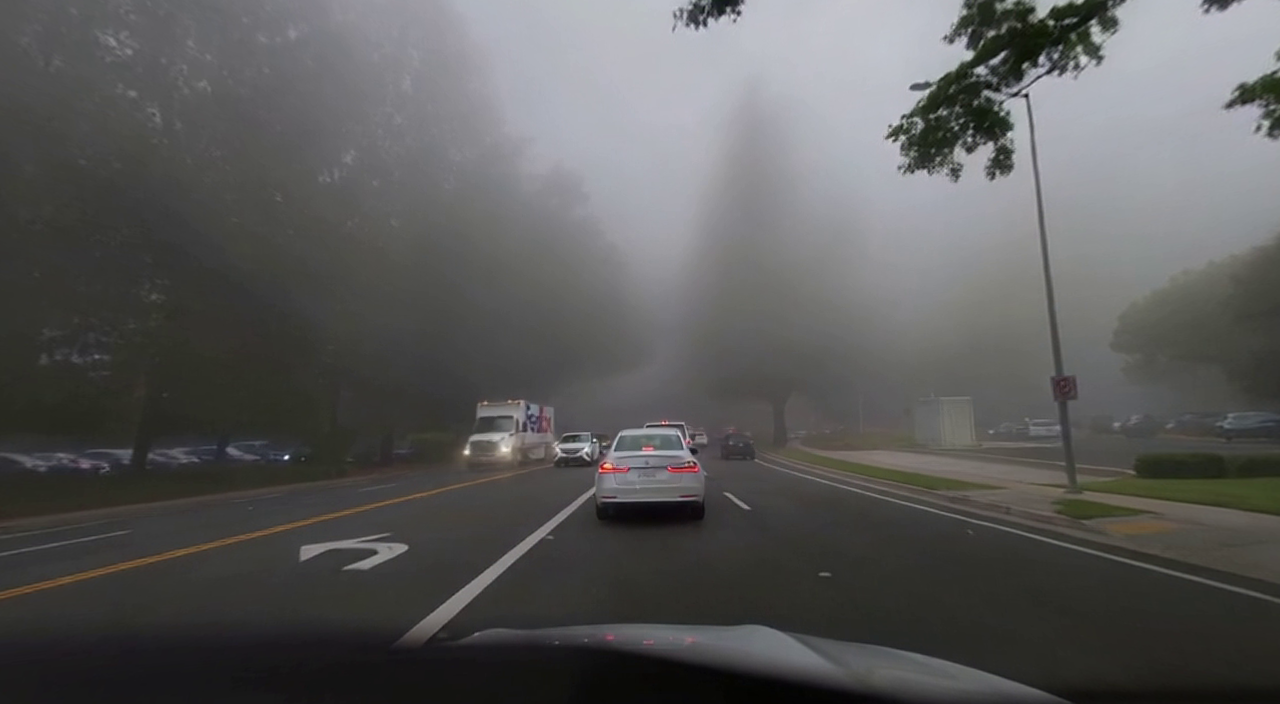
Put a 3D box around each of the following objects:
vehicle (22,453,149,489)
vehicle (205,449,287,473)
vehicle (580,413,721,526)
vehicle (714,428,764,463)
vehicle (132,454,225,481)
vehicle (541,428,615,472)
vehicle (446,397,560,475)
[{"bbox_3d":[-27.959,6.008,31.886,4.743,1.671,1.842,-1,-8,4],"label":"vehicle"},{"bbox_3d":[-26.313,7.280,42.178,4.398,1.532,1.769,-2,-8,7],"label":"vehicle"},{"bbox_3d":[0.186,2.112,11.861,2.154,1.710,4.128,-1,-8,1],"label":"vehicle"},{"bbox_3d":[5.347,5.121,34.666,2.155,1.786,4.459,-1,-8,2],"label":"vehicle"},{"bbox_3d":[-26.910,6.739,36.834,4.260,1.498,1.769,-2,-8,9],"label":"vehicle"},{"bbox_3d":[-2.686,4.415,28.536,2.057,1.786,4.725,-2,-8,11],"label":"vehicle"},{"bbox_3d":[-6.505,4.297,31.906,2.961,3.316,9.483,-1,-8,5],"label":"vehicle"}]
